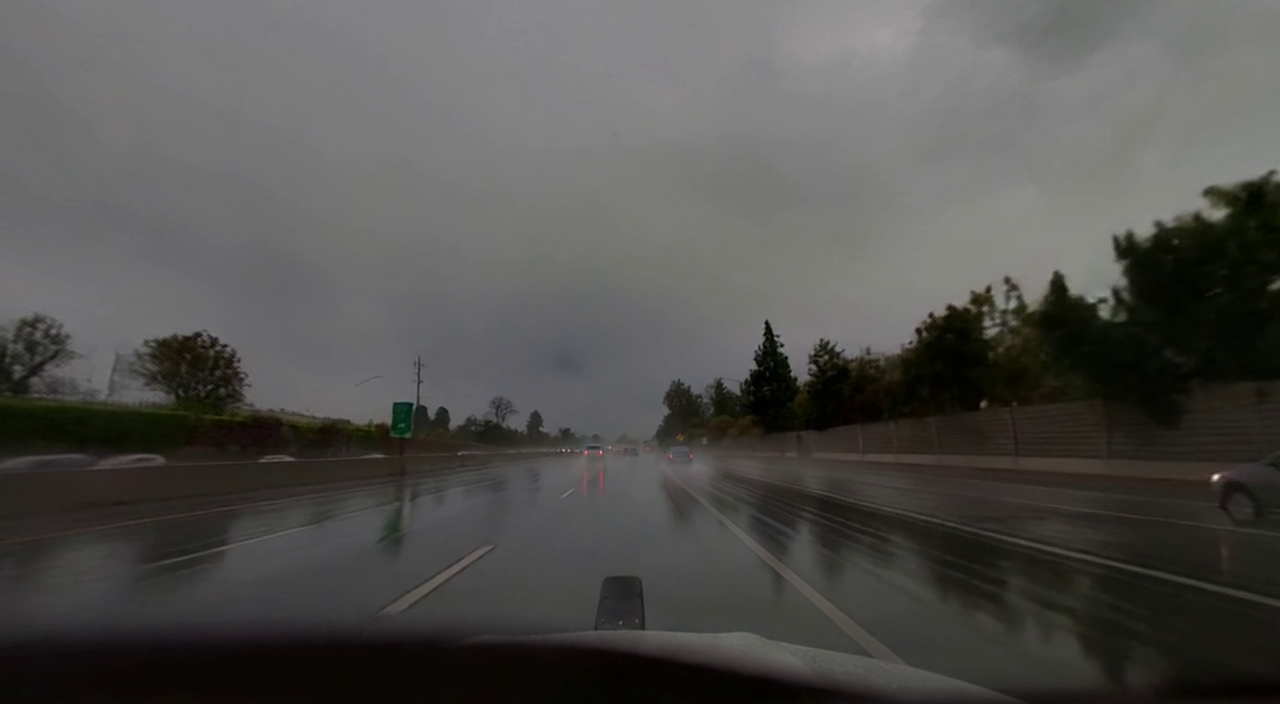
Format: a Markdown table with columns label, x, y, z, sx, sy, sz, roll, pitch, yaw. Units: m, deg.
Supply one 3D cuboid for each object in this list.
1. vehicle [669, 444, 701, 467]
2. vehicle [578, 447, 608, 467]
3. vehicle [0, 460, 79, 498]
| label | x | y | z | sx | sy | sz | roll | pitch | yaw |
| --- | --- | --- | --- | --- | --- | --- | --- | --- | --- |
| vehicle | 3.446 | 8.037 | 49.055 | 2.130 | 1.677 | 4.317 | 0 | -9 | -1 |
| vehicle | -3.628 | 8.271 | 49.859 | 2.052 | 1.510 | 4.301 | 0 | -9 | 0 |
| vehicle | -27.169 | 5.420 | 27.180 | 1.898 | 1.485 | 4.492 | 0 | -9 | 0 |
